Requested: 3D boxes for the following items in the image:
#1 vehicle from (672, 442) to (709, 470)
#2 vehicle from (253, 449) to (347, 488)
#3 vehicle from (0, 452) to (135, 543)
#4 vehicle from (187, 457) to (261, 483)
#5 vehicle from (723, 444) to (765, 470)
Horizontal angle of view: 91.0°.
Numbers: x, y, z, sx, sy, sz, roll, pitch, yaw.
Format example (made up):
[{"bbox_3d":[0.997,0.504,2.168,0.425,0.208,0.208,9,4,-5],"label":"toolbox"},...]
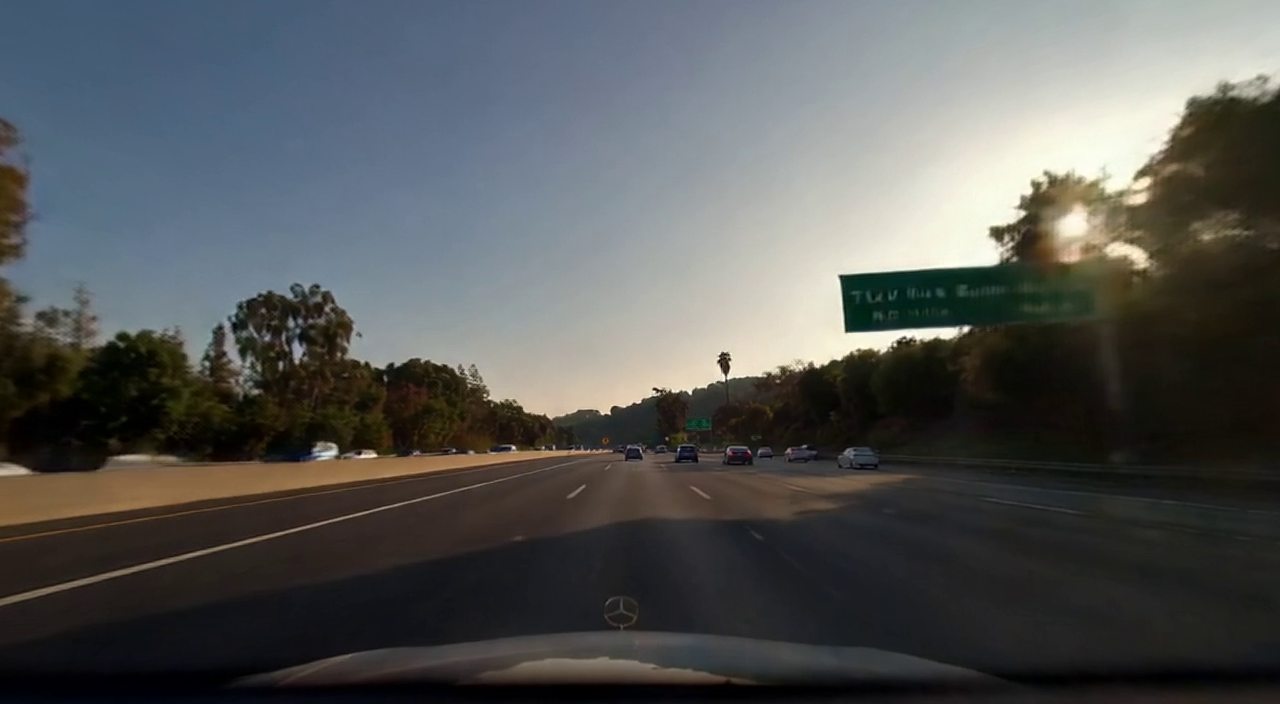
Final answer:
[{"bbox_3d":[3.239,6.752,41.125,2.035,1.704,3.867,0,-8,-2],"label":"vehicle"},{"bbox_3d":[-17.029,5.803,31.858,2.088,1.769,4.968,0,-8,-2],"label":"vehicle"},{"bbox_3d":[-11.858,2.556,11.195,1.980,1.494,4.511,0,-8,0],"label":"vehicle"},{"bbox_3d":[-28.057,7.947,42.662,1.886,1.545,4.647,0,-8,0],"label":"vehicle"},{"bbox_3d":[6.761,6.861,41.330,1.902,1.623,4.360,0,-8,-2],"label":"vehicle"}]
